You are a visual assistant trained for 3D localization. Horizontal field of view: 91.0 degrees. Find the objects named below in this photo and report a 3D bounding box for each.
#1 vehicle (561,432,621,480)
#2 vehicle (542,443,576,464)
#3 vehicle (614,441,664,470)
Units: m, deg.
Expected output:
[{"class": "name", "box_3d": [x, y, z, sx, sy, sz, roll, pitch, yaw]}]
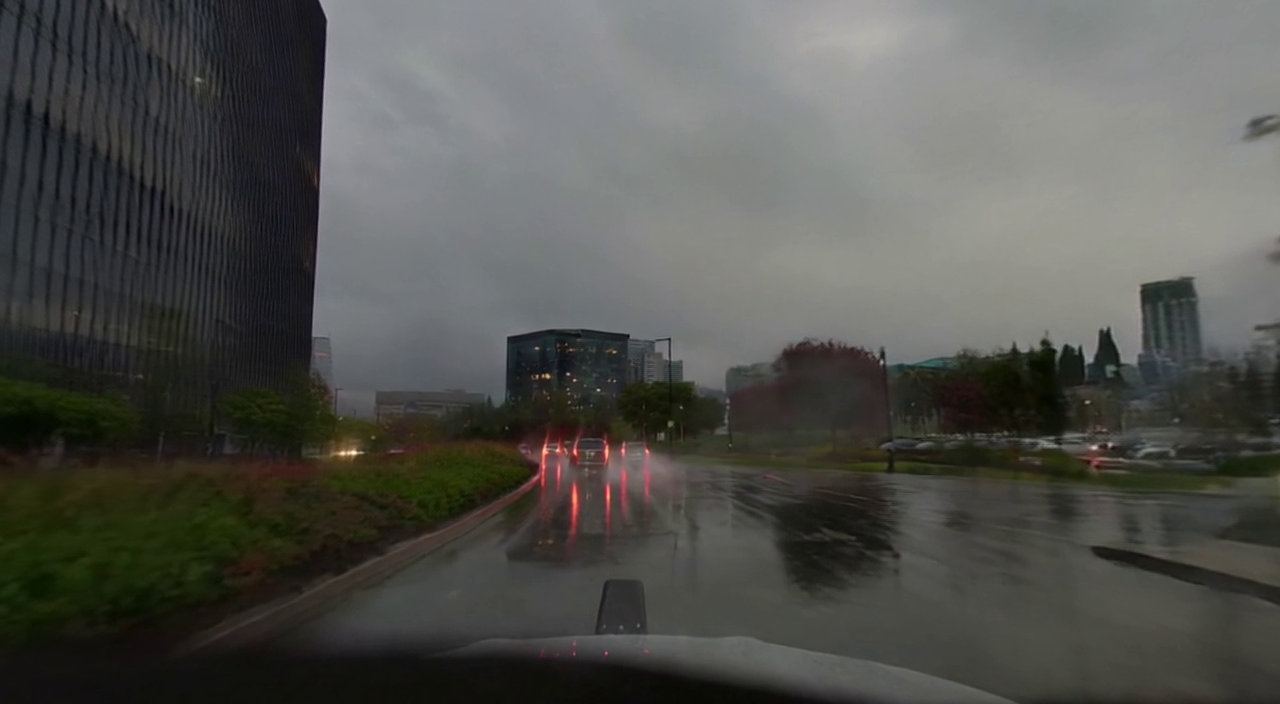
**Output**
[{"class": "vehicle", "box_3d": [-2.064, 4.166, 25.469, 2.173, 1.761, 4.374, 1, -9, -7]}, {"class": "vehicle", "box_3d": [-6.142, 7.584, 47.129, 2.029, 1.515, 4.494, 2, -9, -13]}, {"class": "vehicle", "box_3d": [-0.105, 5.938, 36.293, 2.116, 1.506, 4.355, 2, -9, -10]}]
